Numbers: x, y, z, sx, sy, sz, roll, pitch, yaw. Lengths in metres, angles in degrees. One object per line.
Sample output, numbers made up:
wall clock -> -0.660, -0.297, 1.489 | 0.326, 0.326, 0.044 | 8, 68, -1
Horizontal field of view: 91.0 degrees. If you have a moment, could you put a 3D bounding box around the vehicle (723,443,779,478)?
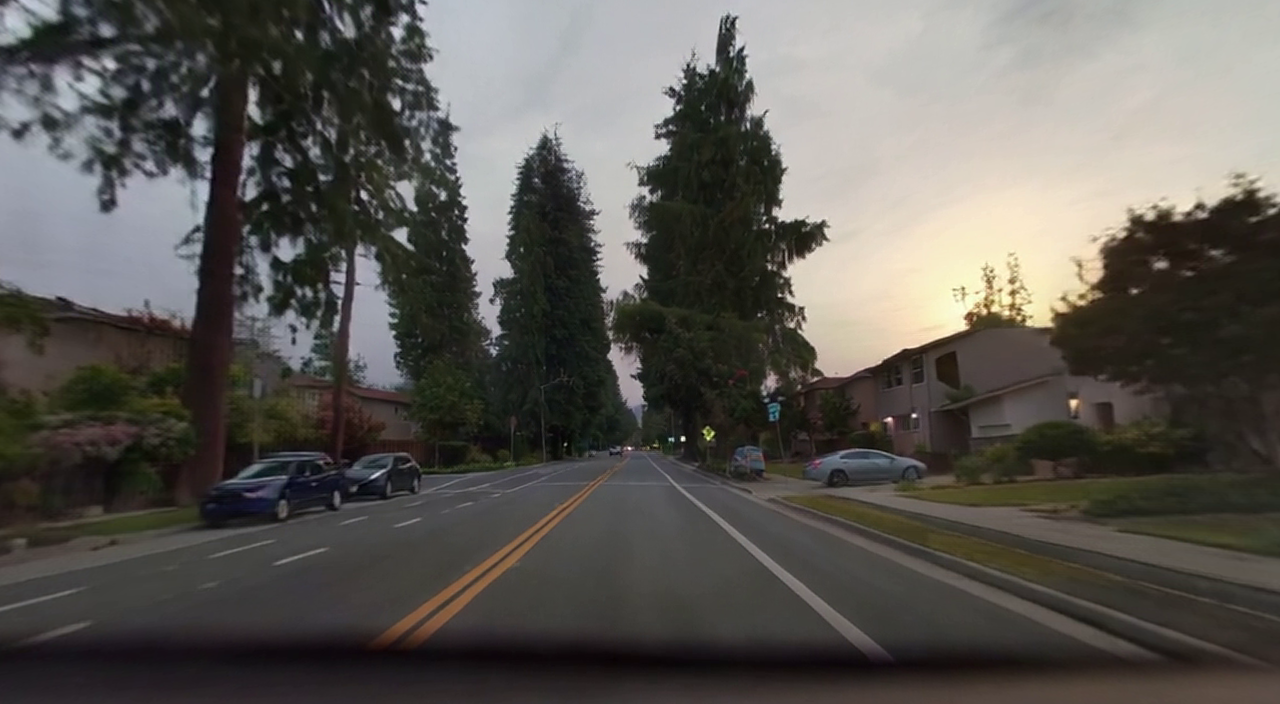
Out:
vehicle -> 5.797, 5.717, 33.545 | 2.096, 1.713, 4.606 | 0, -9, -1

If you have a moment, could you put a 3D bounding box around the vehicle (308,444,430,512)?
vehicle -> -9.371, 4.335, 22.356 | 2.181, 1.938, 4.931 | -2, -7, 0

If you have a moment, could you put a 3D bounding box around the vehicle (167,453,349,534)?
vehicle -> -9.195, 3.379, 15.659 | 1.998, 1.684, 4.180 | 1, -9, -2

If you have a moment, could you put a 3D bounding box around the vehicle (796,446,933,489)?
vehicle -> 8.148, 4.238, 23.271 | 4.438, 1.466, 1.943 | -1, -9, 10
